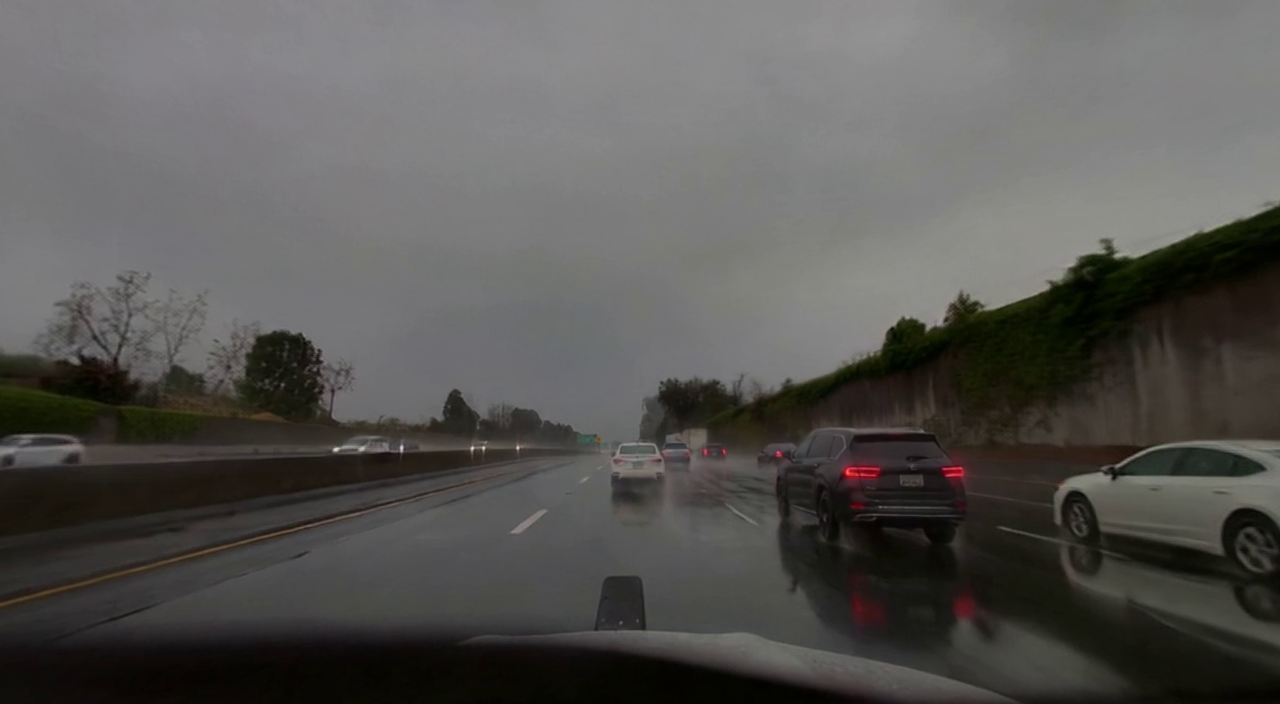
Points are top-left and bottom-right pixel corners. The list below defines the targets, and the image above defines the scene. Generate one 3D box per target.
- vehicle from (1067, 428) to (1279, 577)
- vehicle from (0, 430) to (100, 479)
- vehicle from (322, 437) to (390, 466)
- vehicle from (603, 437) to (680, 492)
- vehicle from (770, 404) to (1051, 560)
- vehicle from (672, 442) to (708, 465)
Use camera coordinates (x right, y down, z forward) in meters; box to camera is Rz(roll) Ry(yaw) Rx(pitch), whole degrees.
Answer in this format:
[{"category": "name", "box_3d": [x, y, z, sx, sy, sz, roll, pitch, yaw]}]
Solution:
[{"category": "vehicle", "box_3d": [7.307, 1.621, 7.138, 1.872, 1.469, 4.414, 0, -8, 0]}, {"category": "vehicle", "box_3d": [-25.123, 4.163, 25.705, 2.055, 1.818, 4.803, 0, -9, -2]}, {"category": "vehicle", "box_3d": [-18.064, 6.356, 40.464, 2.043, 1.666, 4.931, 0, -9, 0]}, {"category": "vehicle", "box_3d": [-0.005, 3.357, 19.234, 2.098, 1.475, 3.997, 0, -8, -1]}, {"category": "vehicle", "box_3d": [3.636, 1.856, 9.753, 2.162, 1.800, 4.693, 0, -8, -1]}, {"category": "vehicle", "box_3d": [3.337, 6.880, 42.965, 1.998, 1.490, 4.296, 0, -8, -2]}]
